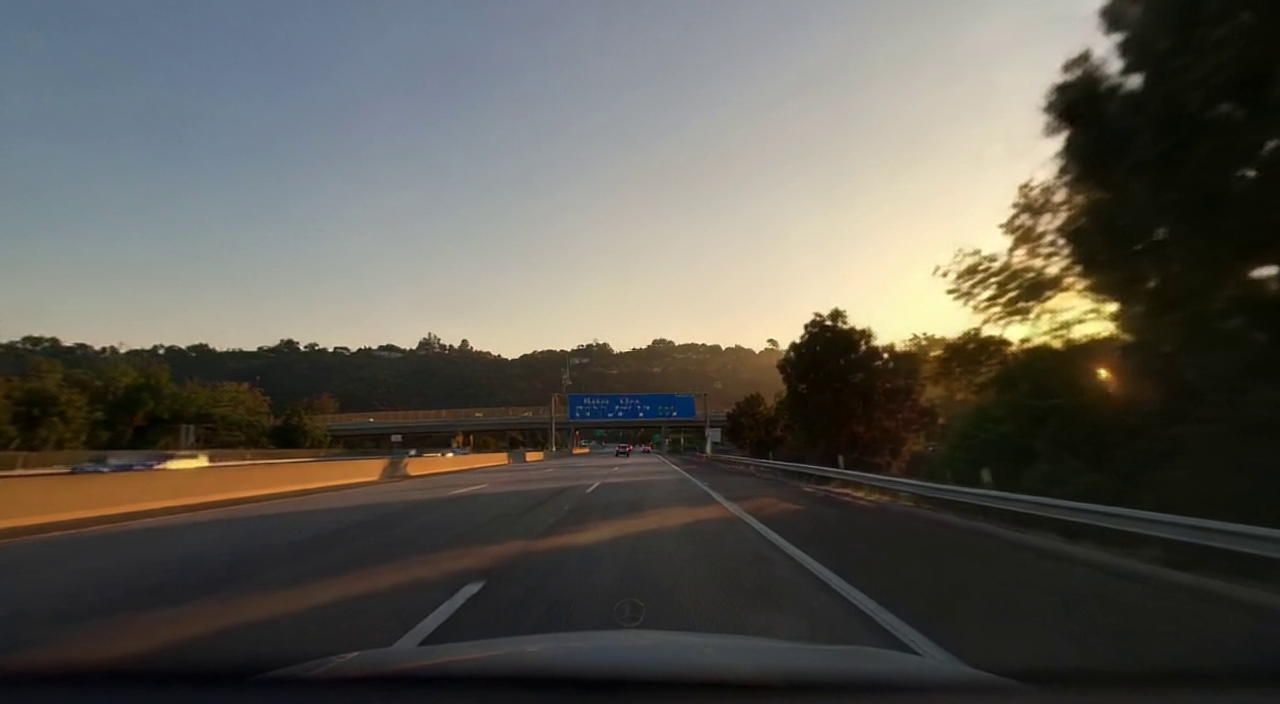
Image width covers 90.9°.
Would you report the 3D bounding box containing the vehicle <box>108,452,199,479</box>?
[{"bbox_3d":[-28.867,6.743,37.604,1.859,1.451,4.394,0,-8,1],"label":"vehicle"}]
